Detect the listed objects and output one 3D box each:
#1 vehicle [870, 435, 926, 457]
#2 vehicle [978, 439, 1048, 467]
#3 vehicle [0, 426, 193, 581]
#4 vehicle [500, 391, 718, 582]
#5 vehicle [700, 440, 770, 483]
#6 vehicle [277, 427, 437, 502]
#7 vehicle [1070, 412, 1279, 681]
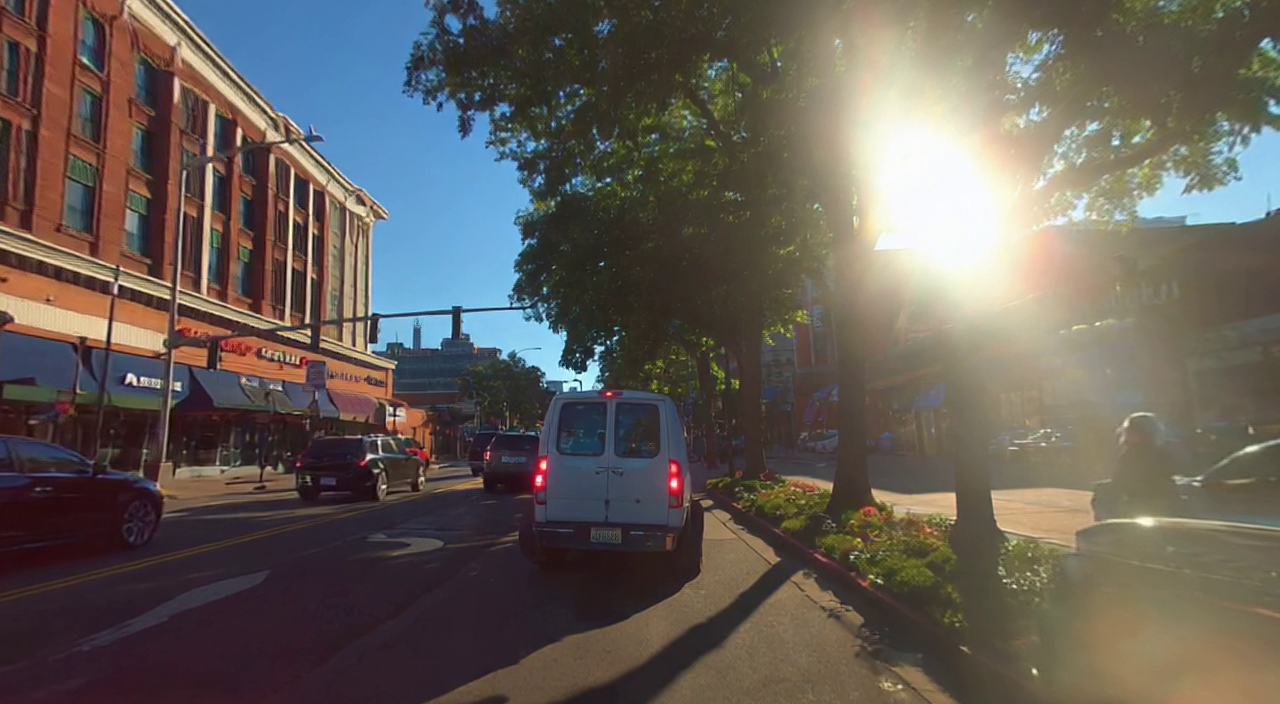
[{"bbox_3d":[20.099,7.325,49.039,4.361,1.653,2.034,6,-11,-37],"label":"vehicle"},{"bbox_3d":[20.104,5.404,33.921,3.836,1.443,1.694,5,-10,-35],"label":"vehicle"},{"bbox_3d":[-6.982,1.486,6.295,1.831,1.451,4.382,0,-8,0],"label":"vehicle"},{"bbox_3d":[-0.310,1.597,8.234,2.064,1.817,4.298,0,-8,-1],"label":"vehicle"},{"bbox_3d":[3.427,4.043,23.512,2.023,1.441,4.240,0,-8,1],"label":"vehicle"},{"bbox_3d":[-7.074,2.858,16.418,1.941,1.655,4.503,0,-8,2],"label":"vehicle"},{"bbox_3d":[5.140,0.992,2.913,1.957,1.490,4.718,5,-10,-30],"label":"vehicle"}]
